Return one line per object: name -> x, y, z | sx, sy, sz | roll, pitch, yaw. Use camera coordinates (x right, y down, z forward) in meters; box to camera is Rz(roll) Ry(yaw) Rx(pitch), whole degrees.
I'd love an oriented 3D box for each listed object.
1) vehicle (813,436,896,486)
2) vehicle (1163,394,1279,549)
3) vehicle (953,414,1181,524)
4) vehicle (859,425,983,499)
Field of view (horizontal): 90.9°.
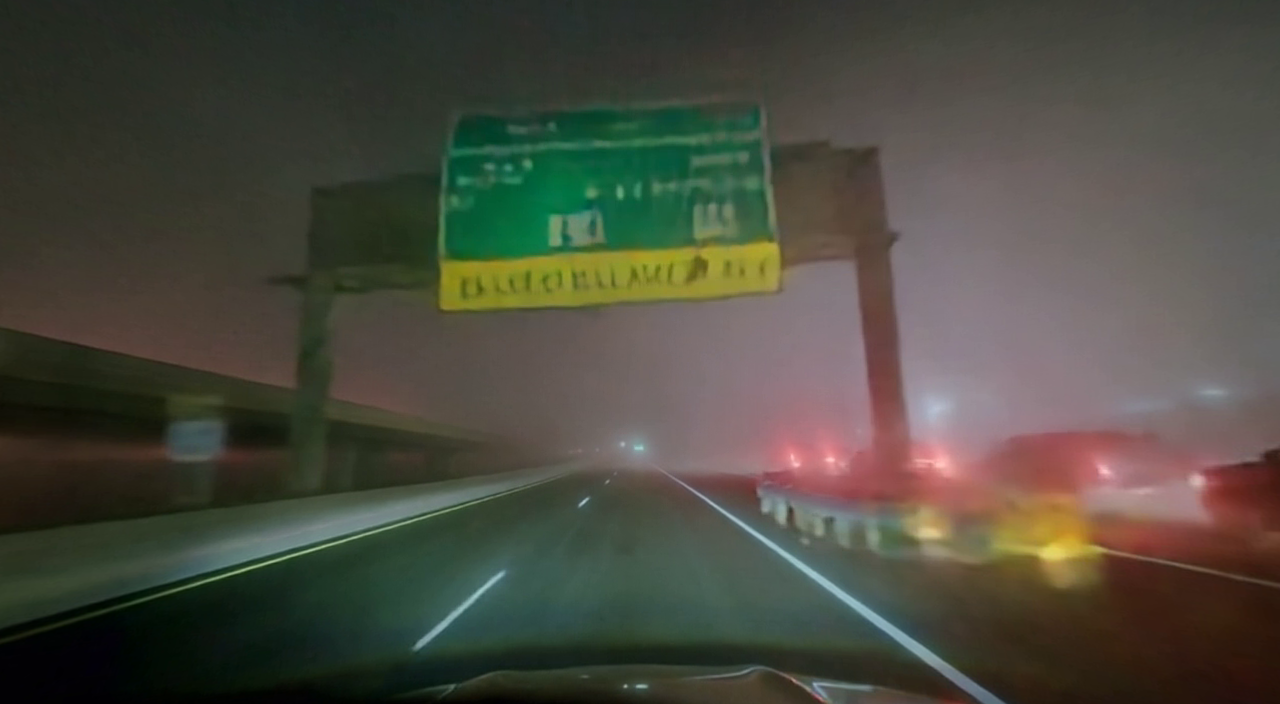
vehicle -> 15.997, 8.183, 47.948 | 2.887, 3.412, 9.164 | 0, -9, -1
vehicle -> 15.982, 2.579, 13.329 | 2.391, 3.553, 8.914 | 0, -9, 2
vehicle -> 16.315, 4.522, 25.315 | 2.791, 3.573, 9.032 | 0, -9, 0
vehicle -> 16.057, 6.363, 37.053 | 2.704, 3.716, 9.364 | 0, -9, -1
